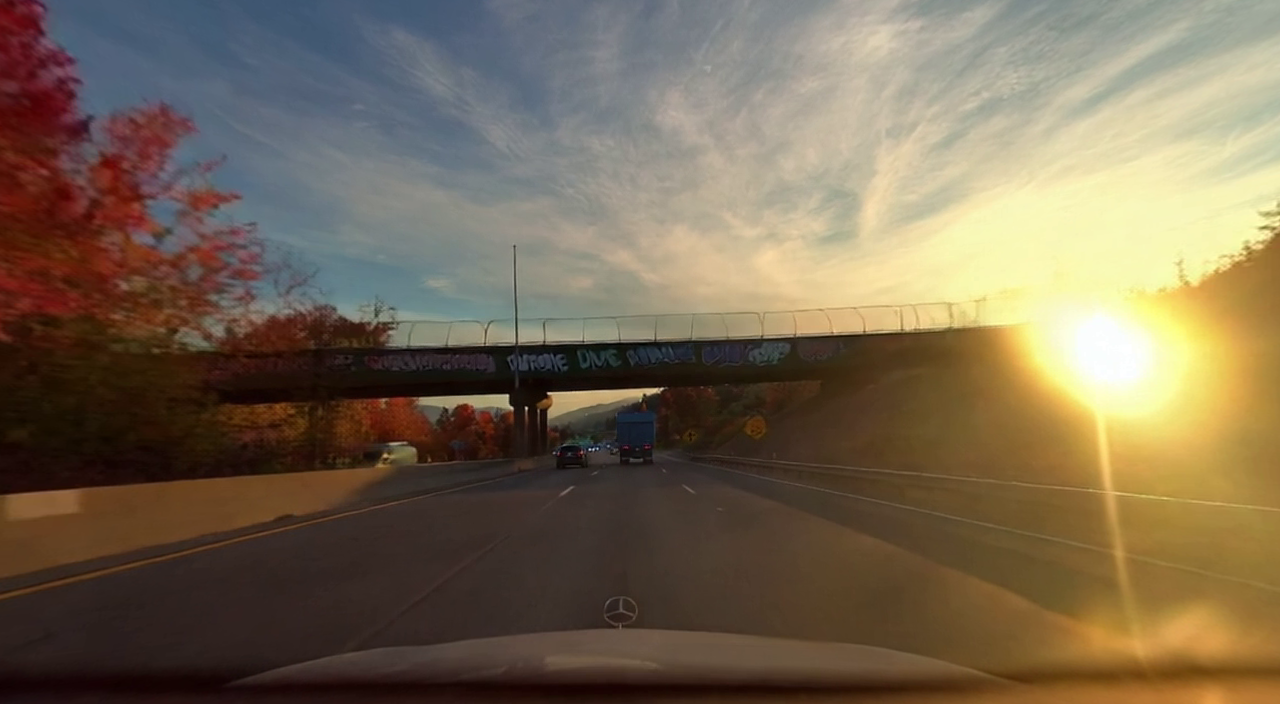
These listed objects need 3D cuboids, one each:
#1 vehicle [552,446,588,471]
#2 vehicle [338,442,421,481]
[{"bbox_3d":[-4.422,6.805,40.203,1.892,1.529,3.996,0,-9,-1],"label":"vehicle"},{"bbox_3d":[-17.914,7.542,43.720,2.564,2.452,7.489,0,-9,0],"label":"vehicle"}]
